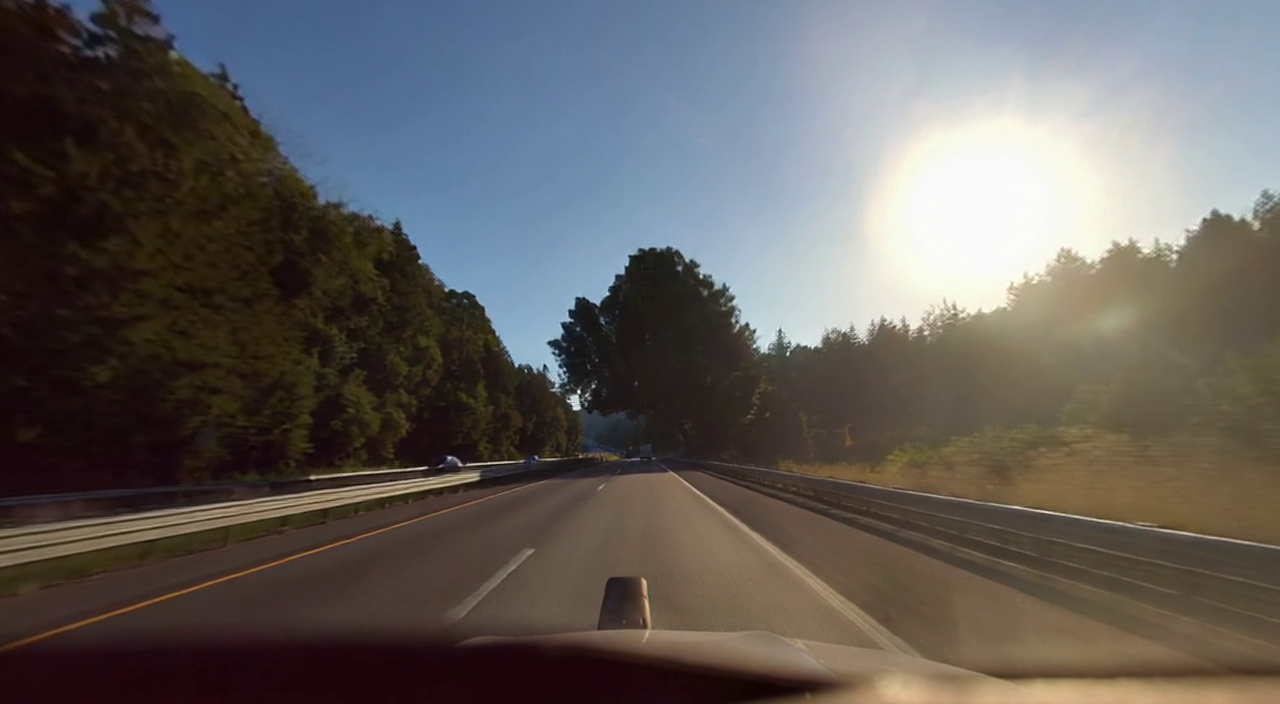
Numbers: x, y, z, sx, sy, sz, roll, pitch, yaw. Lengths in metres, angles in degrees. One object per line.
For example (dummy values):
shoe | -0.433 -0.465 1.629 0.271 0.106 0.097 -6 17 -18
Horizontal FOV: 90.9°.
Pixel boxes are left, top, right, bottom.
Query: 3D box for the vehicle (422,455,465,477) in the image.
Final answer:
vehicle | -14.786 8.579 47.599 1.831 1.543 4.034 0 -9 2
